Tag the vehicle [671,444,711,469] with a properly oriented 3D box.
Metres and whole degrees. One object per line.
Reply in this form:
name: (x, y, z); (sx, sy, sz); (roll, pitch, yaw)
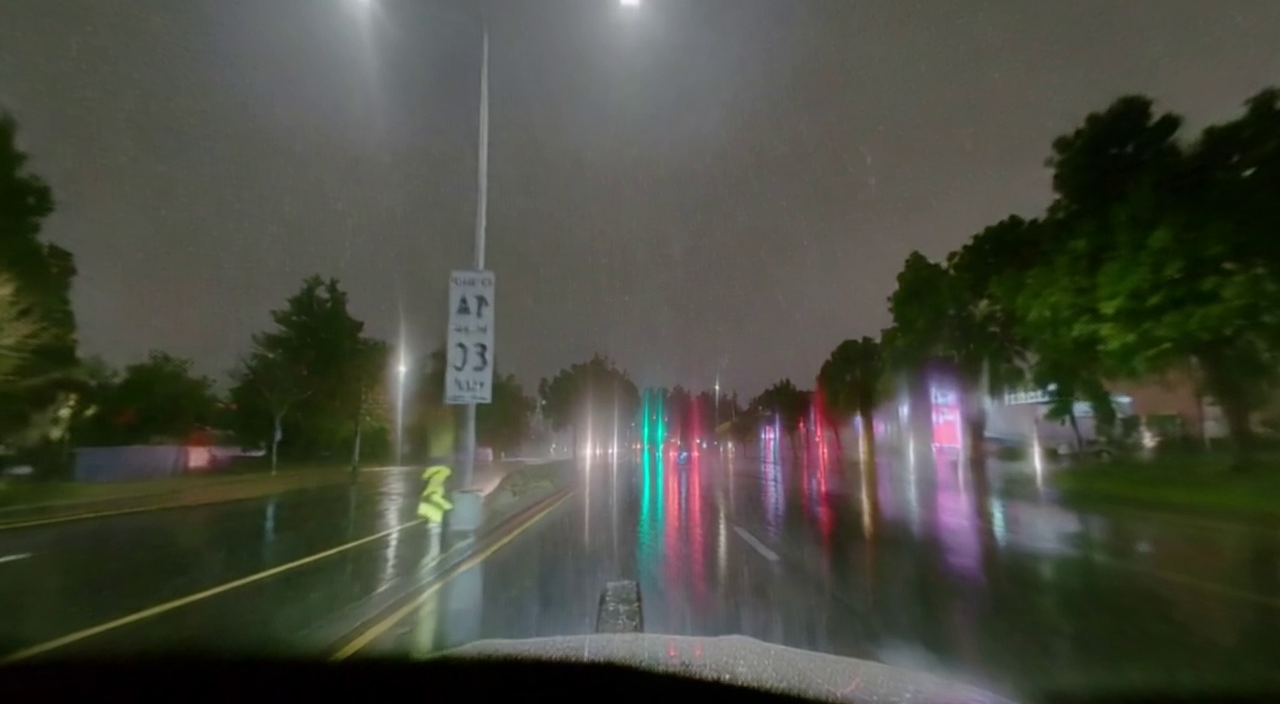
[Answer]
vehicle: (3.117, 6.549, 39.683); (2.015, 1.479, 4.444); (0, -8, -2)
